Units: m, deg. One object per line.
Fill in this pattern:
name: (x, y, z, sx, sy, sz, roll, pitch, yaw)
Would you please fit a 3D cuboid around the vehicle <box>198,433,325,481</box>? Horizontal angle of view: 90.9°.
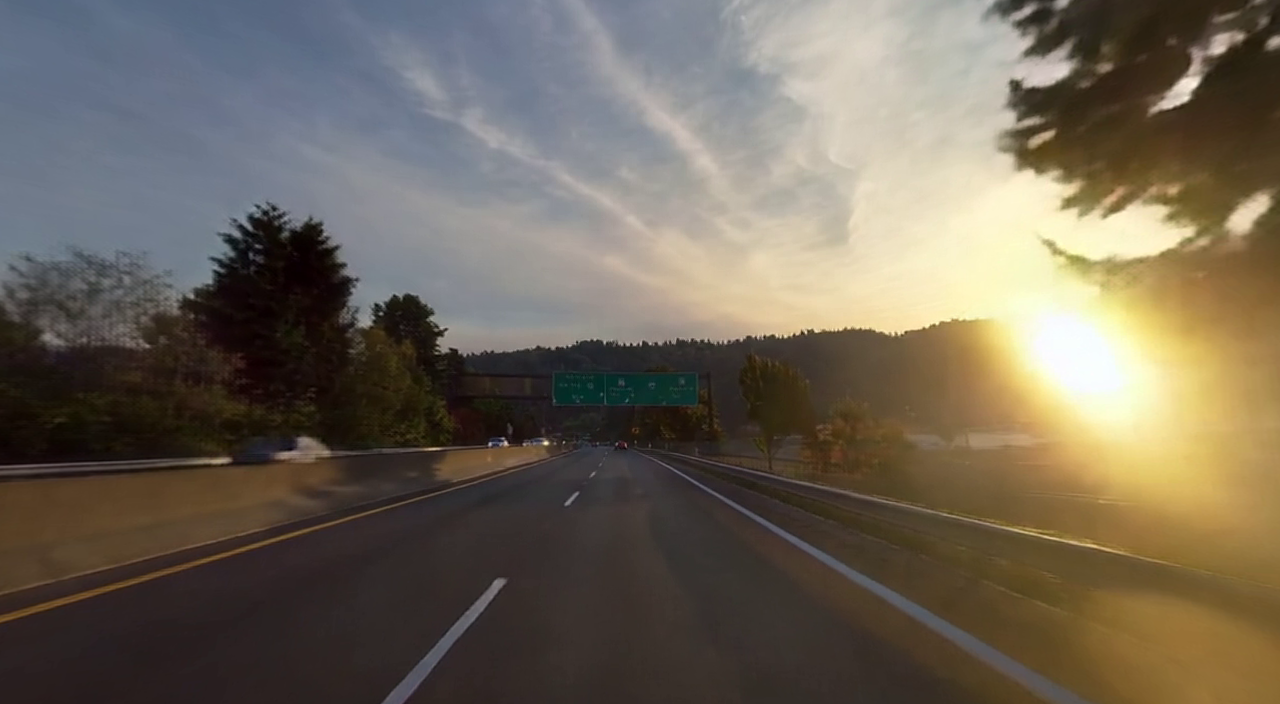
vehicle: (-13.014, 3.618, 22.015, 1.972, 1.503, 3.935, 0, -8, 0)
